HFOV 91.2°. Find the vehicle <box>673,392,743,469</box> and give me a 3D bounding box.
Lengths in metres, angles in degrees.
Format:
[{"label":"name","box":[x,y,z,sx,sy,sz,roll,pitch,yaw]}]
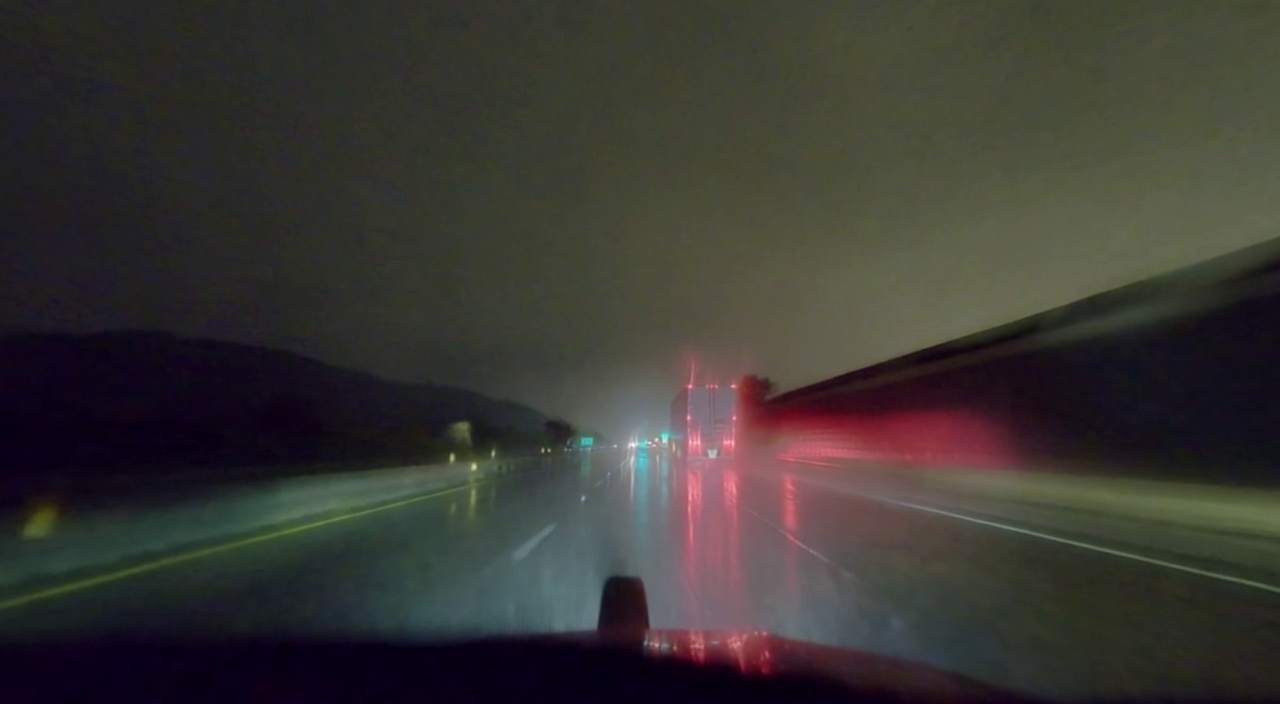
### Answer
[{"label":"vehicle","box":[4.017,5.281,40.752,2.933,4.100,14.317,0,-9,0]}]
